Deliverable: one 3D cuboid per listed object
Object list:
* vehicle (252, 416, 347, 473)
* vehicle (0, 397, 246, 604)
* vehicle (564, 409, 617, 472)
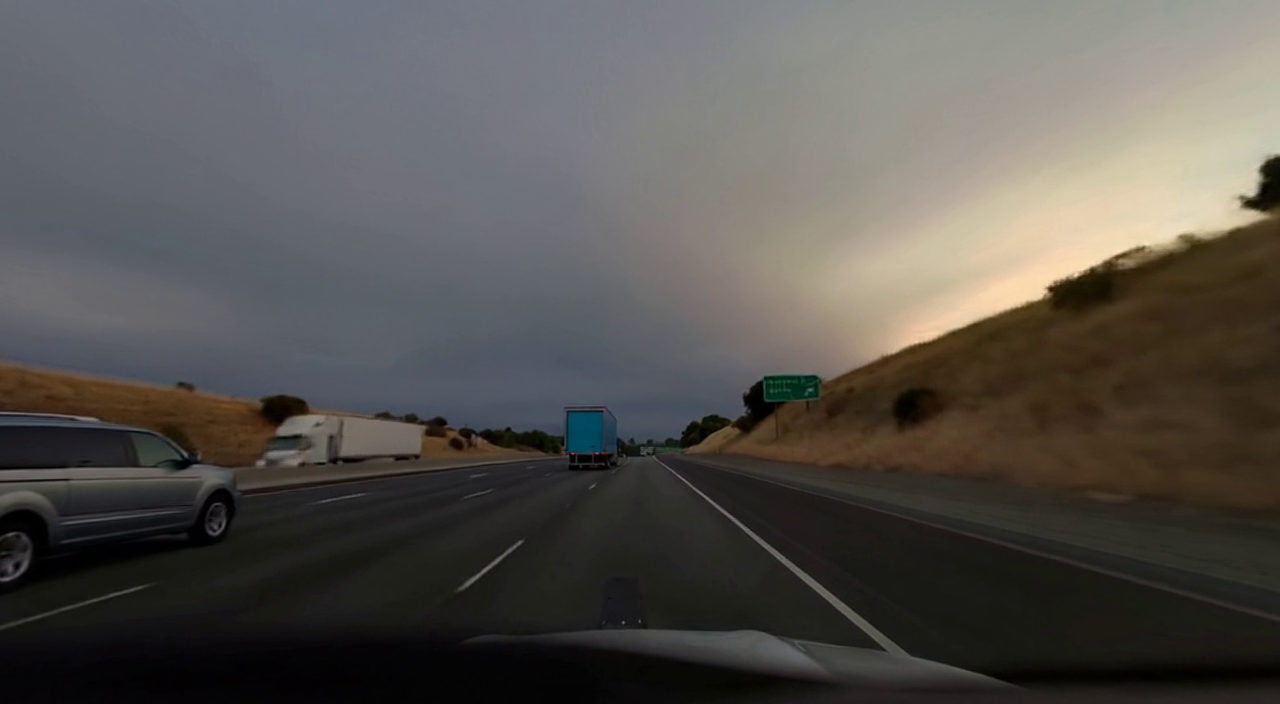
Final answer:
[{"bbox_3d":[-23.773,6.516,44.471,2.976,3.672,6.277,-1,-8,1],"label":"vehicle"},{"bbox_3d":[-6.904,1.477,6.592,2.175,1.860,5.236,0,-8,0],"label":"vehicle"},{"bbox_3d":[-3.514,6.896,48.860,2.893,4.073,15.281,0,-8,0],"label":"vehicle"}]
